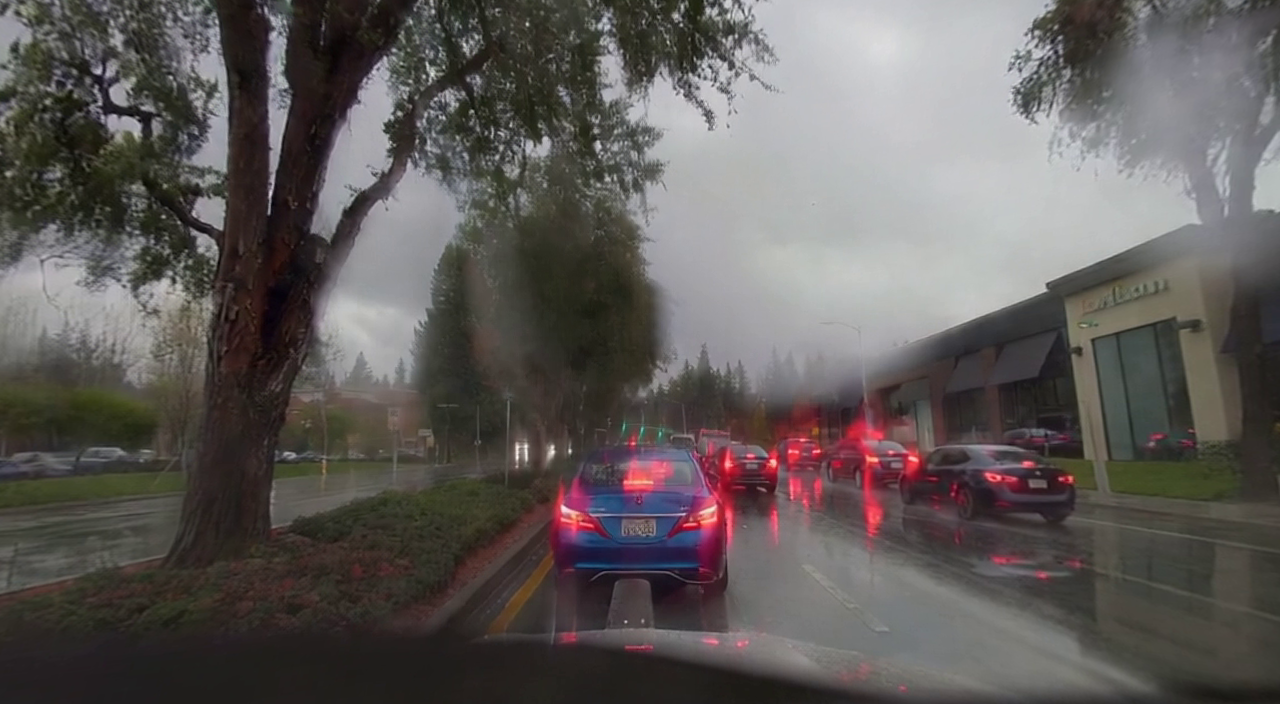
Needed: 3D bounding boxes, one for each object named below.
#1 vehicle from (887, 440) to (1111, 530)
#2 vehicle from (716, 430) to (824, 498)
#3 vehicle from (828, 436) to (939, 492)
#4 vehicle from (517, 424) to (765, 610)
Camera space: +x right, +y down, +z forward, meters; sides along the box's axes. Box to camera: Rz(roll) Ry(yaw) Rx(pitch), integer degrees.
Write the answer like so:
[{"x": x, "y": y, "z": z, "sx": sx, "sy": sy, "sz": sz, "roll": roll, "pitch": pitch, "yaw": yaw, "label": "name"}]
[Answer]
[{"x": 6.848, "y": 2.537, "z": 12.732, "sx": 1.911, "sy": 1.468, "sz": 4.417, "roll": 0, "pitch": -8, "yaw": 0, "label": "vehicle"}, {"x": 3.616, "y": 3.204, "z": 18.463, "sx": 2.114, "sy": 1.736, "sz": 4.553, "roll": 0, "pitch": -8, "yaw": -1, "label": "vehicle"}, {"x": 7.952, "y": 3.674, "z": 21.114, "sx": 1.963, "sy": 1.637, "sz": 4.527, "roll": 0, "pitch": -8, "yaw": 1, "label": "vehicle"}, {"x": -0.028, "y": 1.642, "z": 7.288, "sx": 1.977, "sy": 1.465, "sz": 4.376, "roll": 0, "pitch": -8, "yaw": -1, "label": "vehicle"}]
